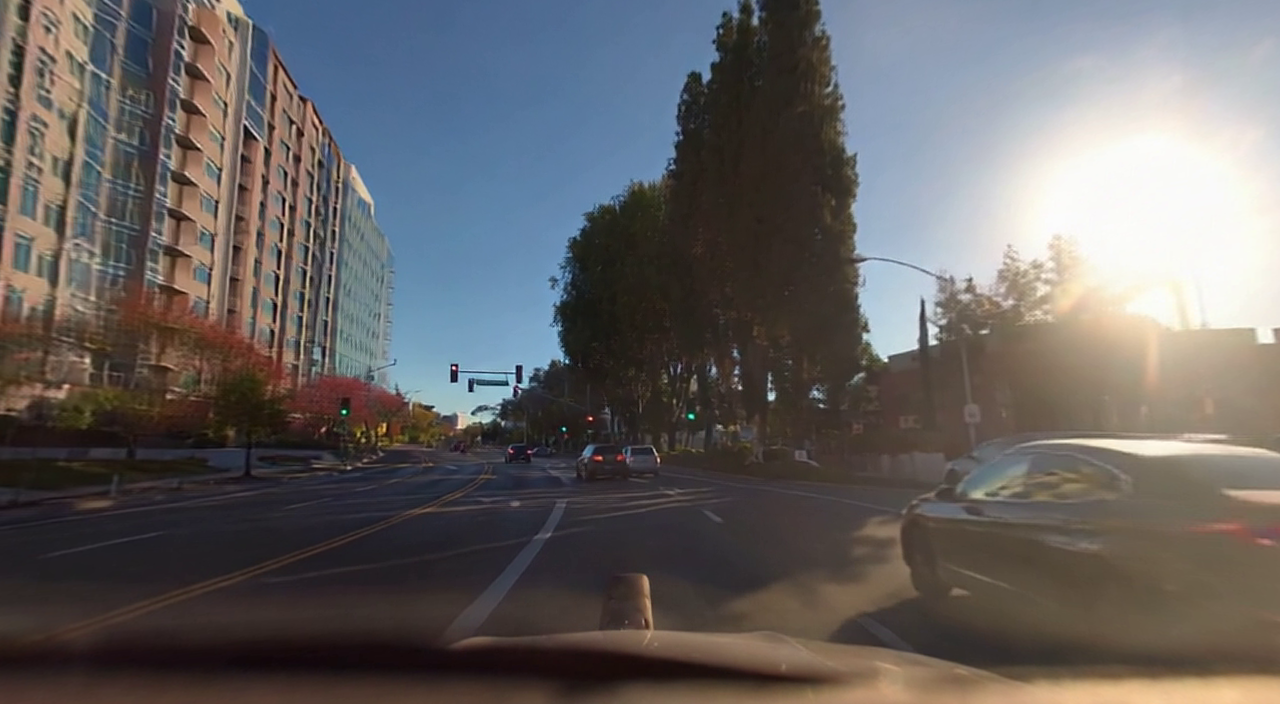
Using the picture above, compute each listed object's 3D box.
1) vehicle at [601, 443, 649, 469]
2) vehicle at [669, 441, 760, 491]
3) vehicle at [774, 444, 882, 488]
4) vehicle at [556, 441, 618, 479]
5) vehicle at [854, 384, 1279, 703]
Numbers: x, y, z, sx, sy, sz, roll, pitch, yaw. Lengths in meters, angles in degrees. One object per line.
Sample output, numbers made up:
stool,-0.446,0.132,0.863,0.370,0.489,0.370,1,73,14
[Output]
vehicle,-0.970,6.297,38.235,1.957,1.463,4.701,2,-9,-13
vehicle,2.324,3.739,21.044,1.984,1.476,4.488,1,-9,-7
vehicle,6.618,4.057,22.821,1.903,1.432,4.514,2,-9,-10
vehicle,-2.540,4.893,28.875,2.308,1.535,4.811,2,-9,-11
vehicle,3.144,1.112,3.708,2.280,1.472,4.426,0,-8,1
